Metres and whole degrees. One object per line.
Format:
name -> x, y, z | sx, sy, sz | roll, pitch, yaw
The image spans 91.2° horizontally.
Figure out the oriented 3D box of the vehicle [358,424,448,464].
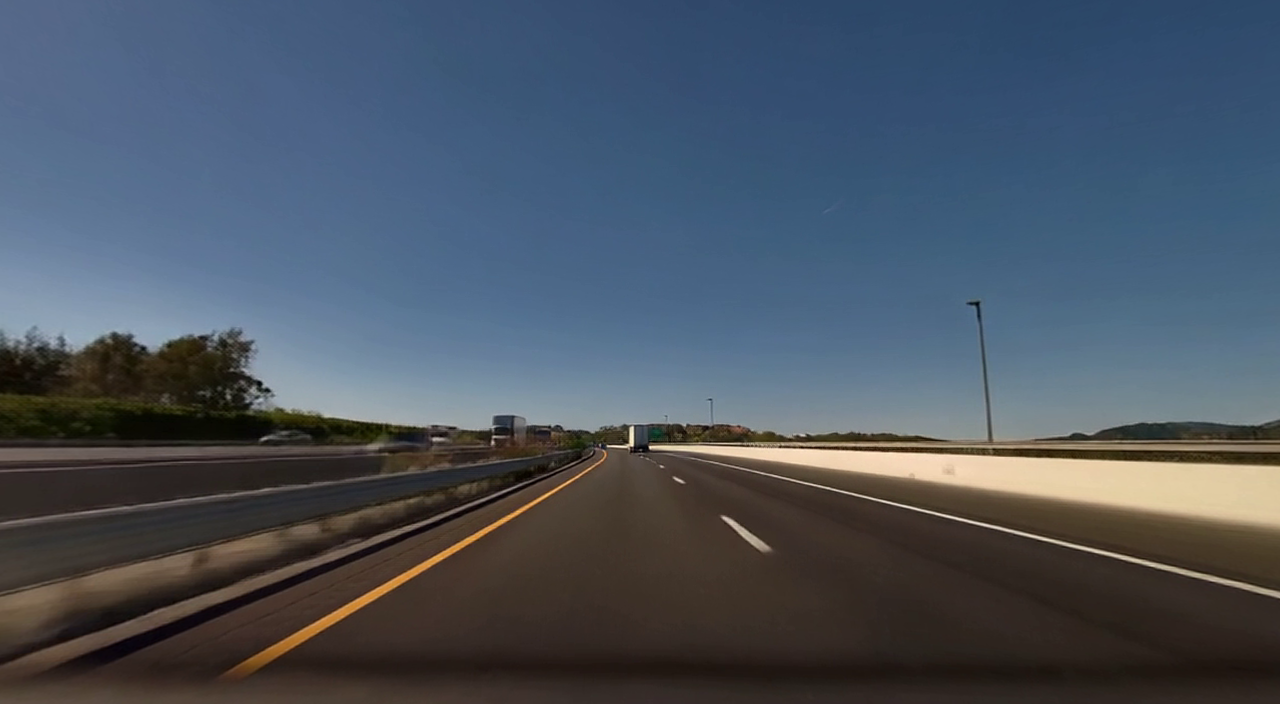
vehicle -> -10.375, 4.096, 27.919 | 2.054, 1.626, 4.802 | 0, -9, 1
